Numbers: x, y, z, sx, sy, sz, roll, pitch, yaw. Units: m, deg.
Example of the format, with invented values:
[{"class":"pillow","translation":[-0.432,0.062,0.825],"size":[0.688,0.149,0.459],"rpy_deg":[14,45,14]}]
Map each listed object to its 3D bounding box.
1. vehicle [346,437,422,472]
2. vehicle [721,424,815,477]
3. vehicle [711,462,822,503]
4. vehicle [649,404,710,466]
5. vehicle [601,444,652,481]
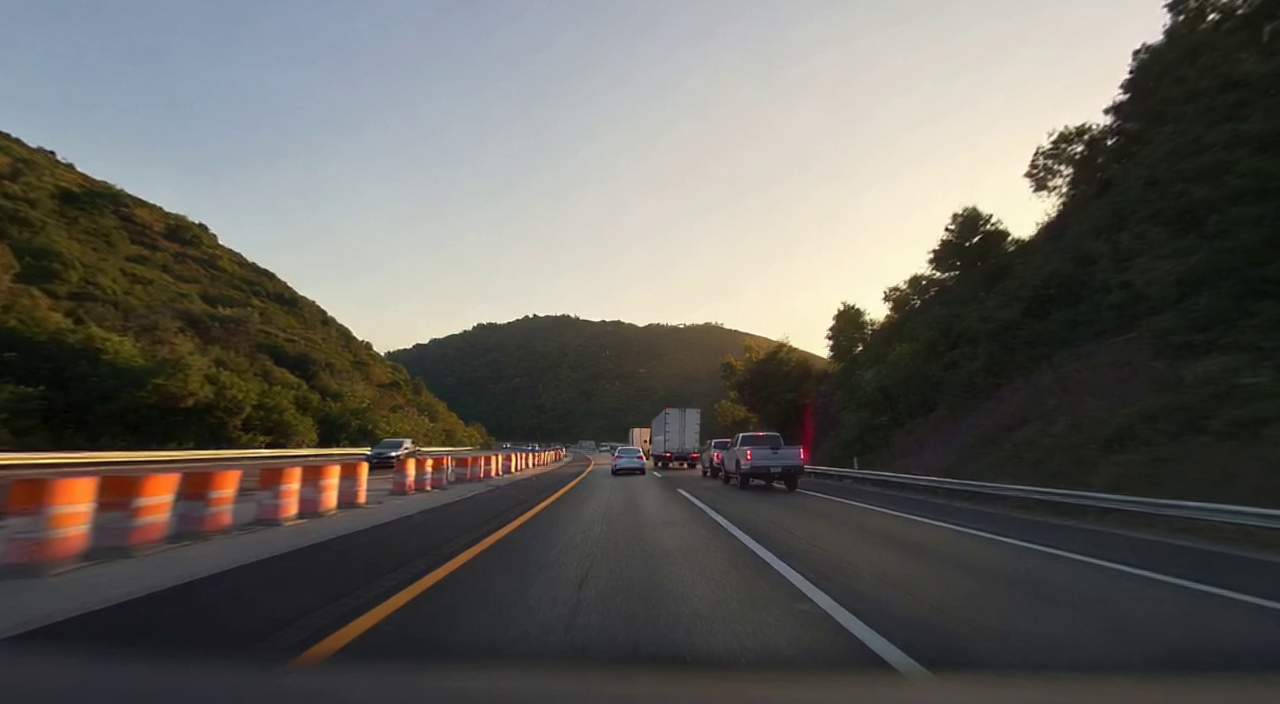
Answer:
[{"class":"vehicle","translation":[-11.393,4.578,28.322],"size":[1.828,1.468,3.802],"rpy_deg":[0,-9,-1]},{"class":"vehicle","translation":[3.800,3.051,19.552],"size":[1.873,1.465,4.264],"rpy_deg":[0,-9,-2]},{"class":"vehicle","translation":[3.728,3.989,19.713],"size":[2.129,0.956,5.390],"rpy_deg":[0,-9,-3]},{"class":"vehicle","translation":[2.679,6.616,48.914],"size":[2.911,4.099,14.578],"rpy_deg":[1,-9,-4]},{"class":"vehicle","translation":[-0.590,4.649,26.798],"size":[2.029,1.437,3.794],"rpy_deg":[0,-9,-2]}]
